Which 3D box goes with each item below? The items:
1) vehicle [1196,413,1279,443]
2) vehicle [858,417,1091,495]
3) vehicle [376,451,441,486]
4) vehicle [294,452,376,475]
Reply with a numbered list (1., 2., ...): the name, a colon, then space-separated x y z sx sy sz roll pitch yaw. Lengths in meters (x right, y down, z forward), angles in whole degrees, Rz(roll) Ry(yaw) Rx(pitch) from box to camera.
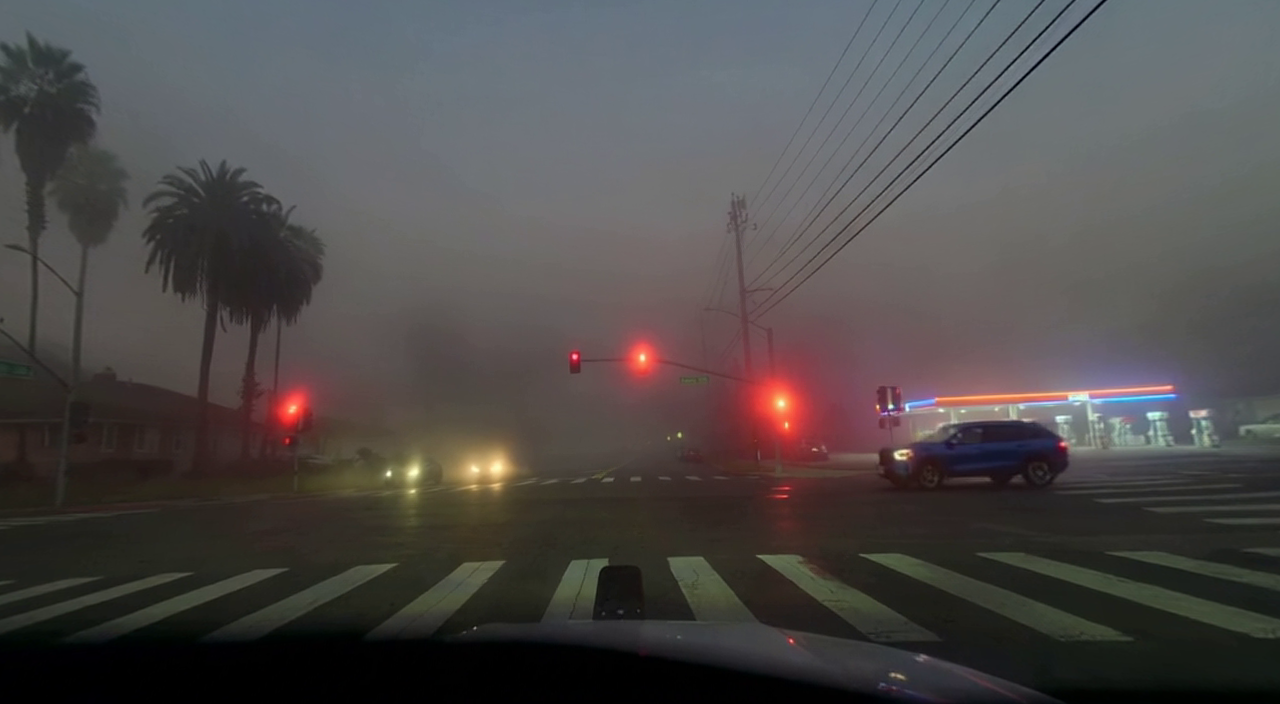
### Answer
1. vehicle: 38.301 4.789 39.971 4.488 1.447 1.765 -5 -8 -1
2. vehicle: 8.500 2.638 16.266 5.086 1.817 1.952 1 -9 -11
3. vehicle: -13.050 6.553 35.945 2.009 1.777 4.559 0 -9 -1
4. vehicle: -20.943 7.672 43.516 4.672 1.469 1.816 -1 -9 -2
